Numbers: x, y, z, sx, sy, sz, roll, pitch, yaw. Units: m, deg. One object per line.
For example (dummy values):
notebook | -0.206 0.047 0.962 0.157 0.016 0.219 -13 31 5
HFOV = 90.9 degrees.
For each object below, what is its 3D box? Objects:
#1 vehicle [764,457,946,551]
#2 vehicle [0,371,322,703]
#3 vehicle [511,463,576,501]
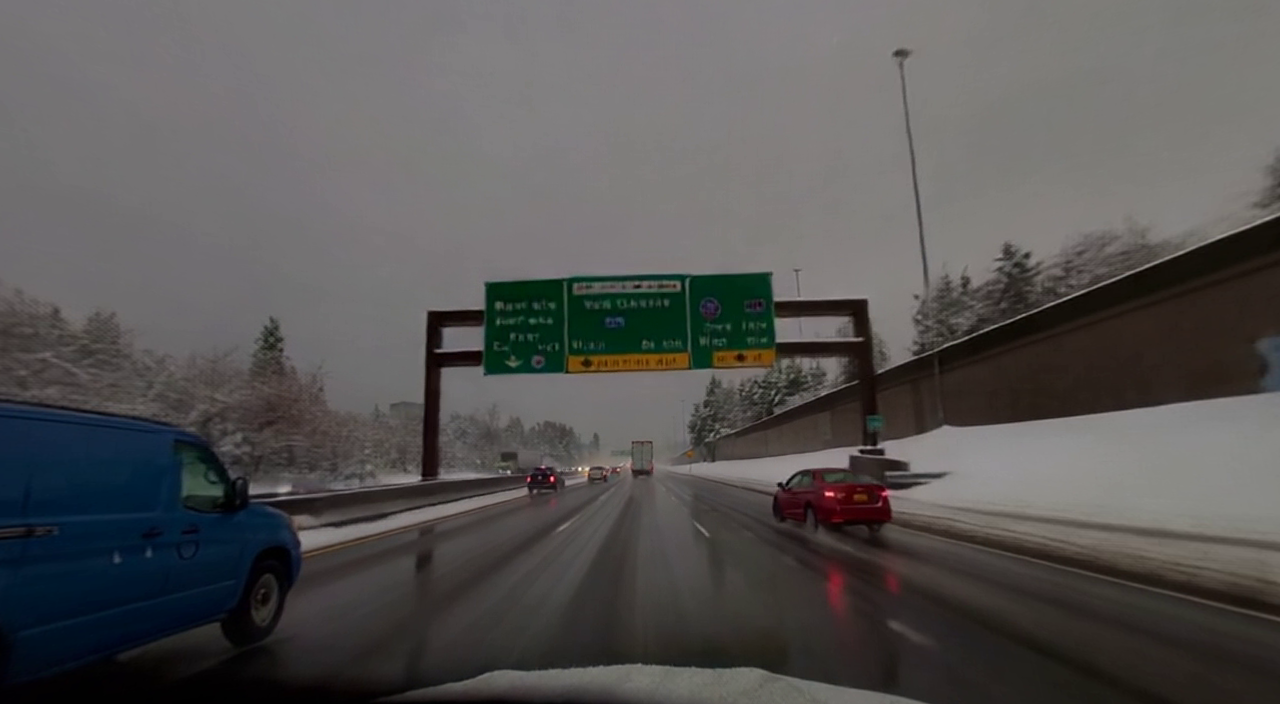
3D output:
vehicle | 3.834 2.809 12.151 1.917 1.458 4.199 1 -10 -2
vehicle | -3.414 0.889 2.410 2.004 1.610 4.508 1 -10 0
vehicle | -4.005 5.484 26.863 2.054 1.443 4.131 0 -10 0
